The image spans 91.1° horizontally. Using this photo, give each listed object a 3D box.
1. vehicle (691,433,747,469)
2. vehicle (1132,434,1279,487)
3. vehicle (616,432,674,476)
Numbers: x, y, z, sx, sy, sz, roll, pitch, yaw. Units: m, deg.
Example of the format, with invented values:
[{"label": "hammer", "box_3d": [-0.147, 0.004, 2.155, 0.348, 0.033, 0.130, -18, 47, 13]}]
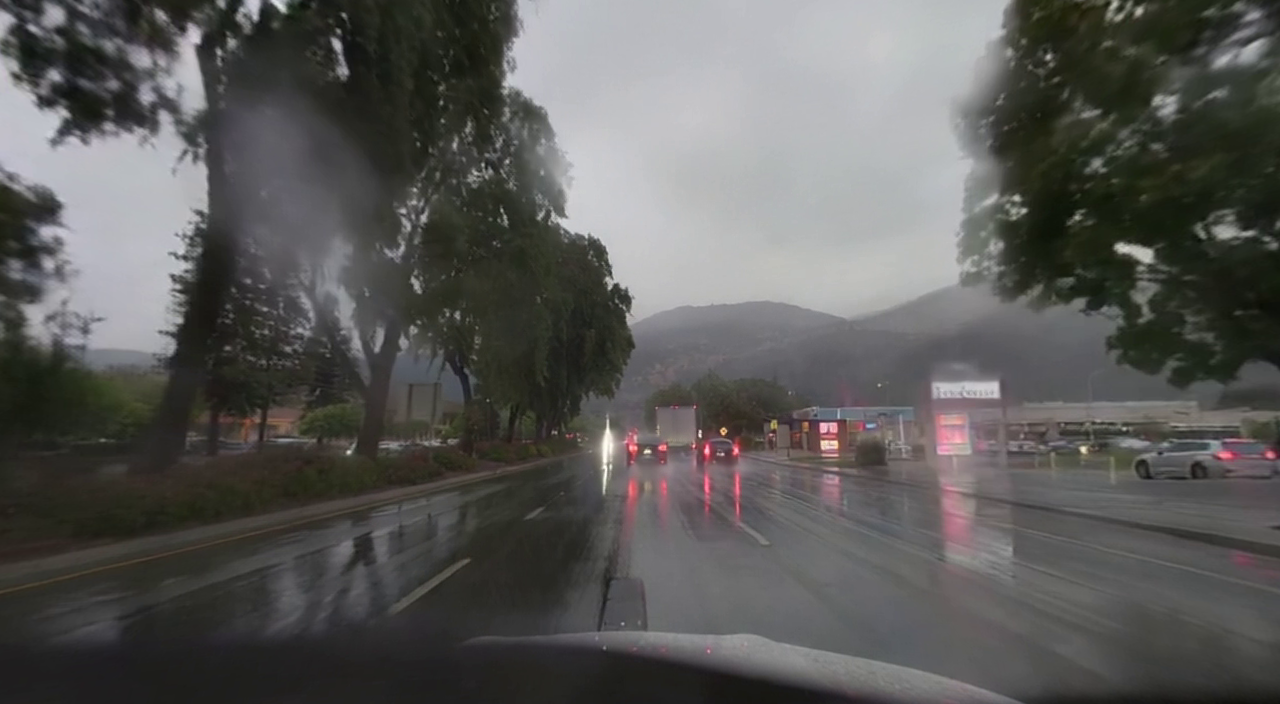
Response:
[{"label": "vehicle", "box_3d": [3.821, 4.868, 31.067, 2.088, 1.655, 4.360, 0, -8, -1]}, {"label": "vehicle", "box_3d": [19.589, 3.644, 21.423, 2.068, 1.627, 4.269, 0, -8, -1]}, {"label": "vehicle", "box_3d": [0.140, 4.111, 25.516, 2.193, 1.651, 3.946, 0, -8, -1]}]
